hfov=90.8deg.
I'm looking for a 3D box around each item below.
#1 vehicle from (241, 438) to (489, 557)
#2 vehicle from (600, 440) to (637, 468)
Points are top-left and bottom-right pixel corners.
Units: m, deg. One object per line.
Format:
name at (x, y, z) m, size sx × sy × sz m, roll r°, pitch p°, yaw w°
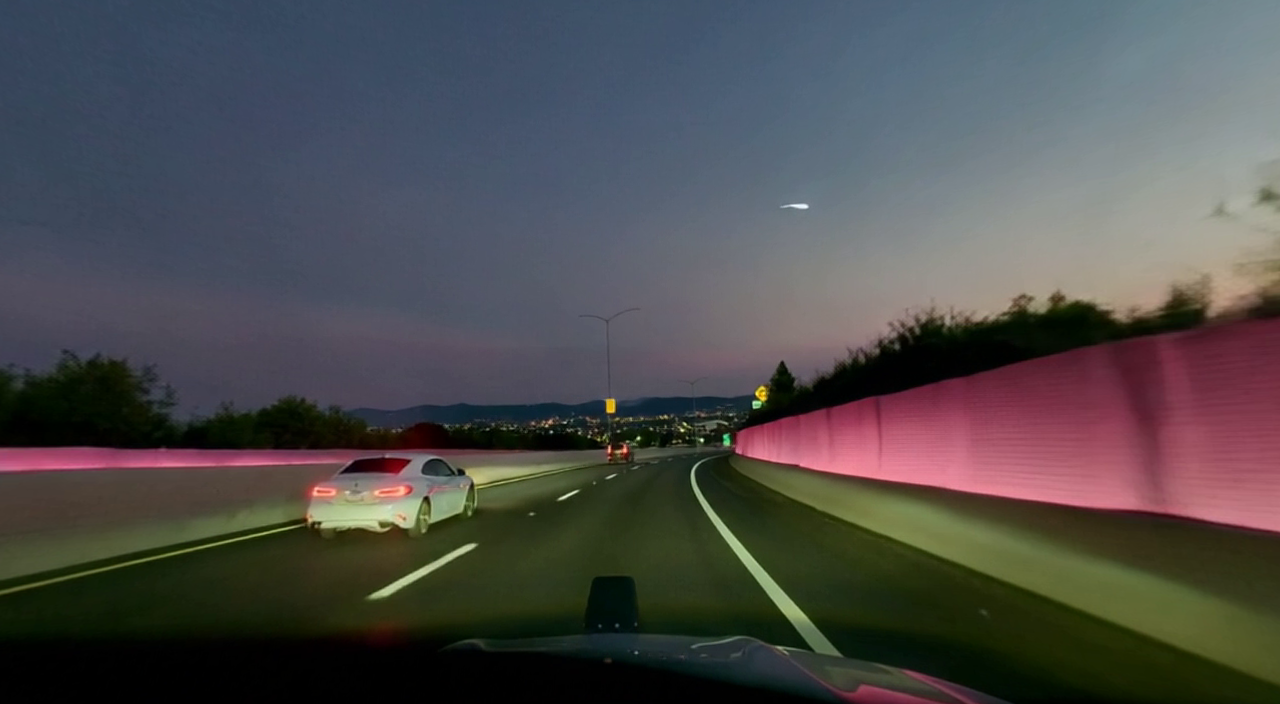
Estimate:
vehicle at (-3.853, 2.095, 9.819) m, size 1.746 × 1.405 × 4.339 m, roll -1°, pitch -9°, yaw 2°
vehicle at (-1.304, 6.496, 40.367) m, size 1.833 × 1.697 × 3.984 m, roll -1°, pitch -9°, yaw 6°
